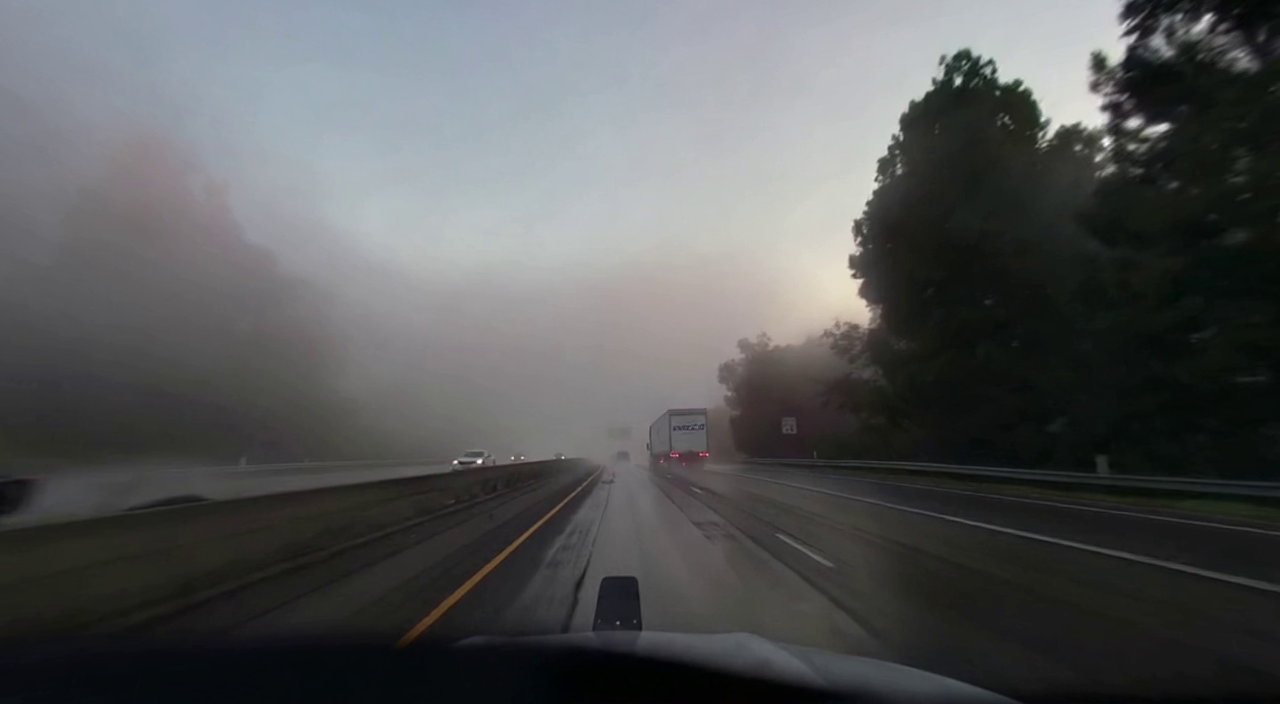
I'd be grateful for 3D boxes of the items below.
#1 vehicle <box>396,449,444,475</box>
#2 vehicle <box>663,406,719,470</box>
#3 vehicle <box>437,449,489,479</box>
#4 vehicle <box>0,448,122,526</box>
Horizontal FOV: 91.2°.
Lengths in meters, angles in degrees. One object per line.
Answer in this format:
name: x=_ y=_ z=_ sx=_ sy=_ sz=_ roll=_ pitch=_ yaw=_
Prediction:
vehicle: x=-14.264 y=7.140 z=40.865 sx=1.813 sy=1.545 sz=3.874 roll=0 pitch=-9 yaw=-1
vehicle: x=3.329 y=5.947 z=43.172 sx=2.892 sy=3.928 sz=8.380 roll=0 pitch=-9 yaw=-1
vehicle: x=-10.046 y=6.382 z=35.917 sx=1.875 sy=1.565 sz=3.912 roll=0 pitch=-9 yaw=-1
vehicle: x=-13.521 y=2.799 z=13.250 sx=1.954 sy=1.499 sz=3.694 roll=0 pitch=-9 yaw=-1
